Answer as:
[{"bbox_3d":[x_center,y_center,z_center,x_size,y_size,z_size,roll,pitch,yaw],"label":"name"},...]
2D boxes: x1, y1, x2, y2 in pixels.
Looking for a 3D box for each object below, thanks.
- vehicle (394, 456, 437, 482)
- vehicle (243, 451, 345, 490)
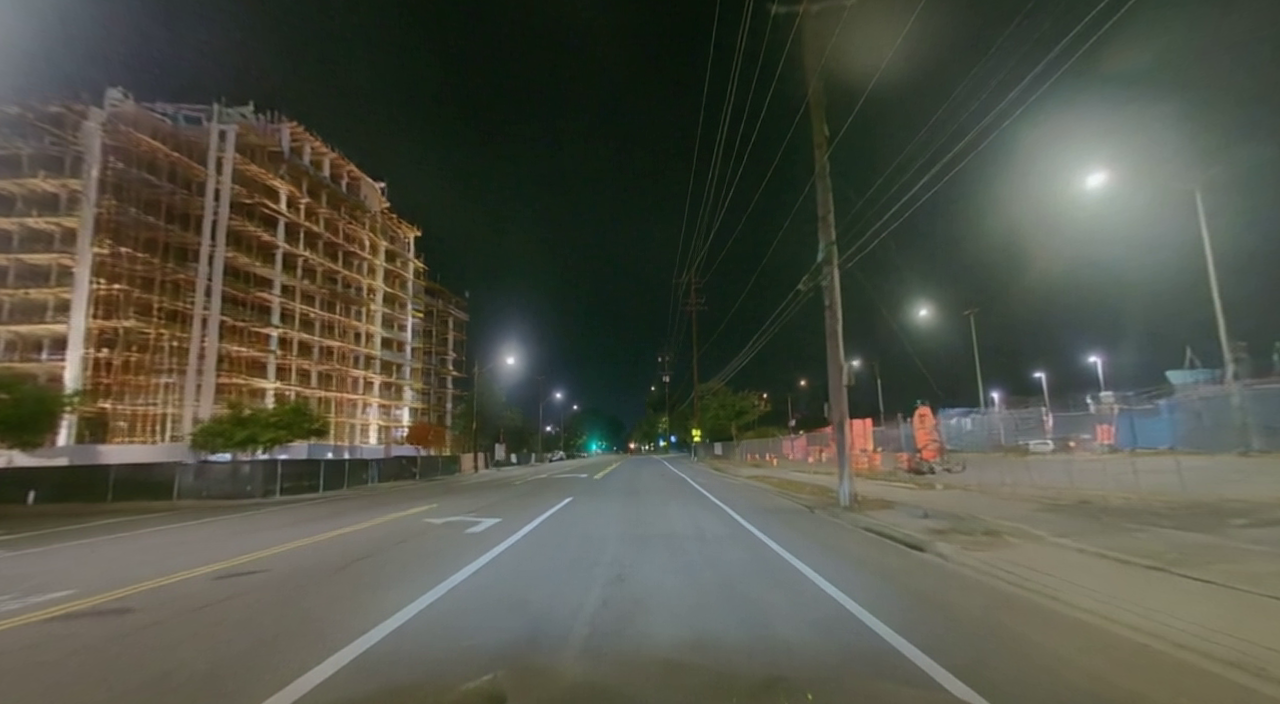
[{"bbox_3d":[-15.566,8.059,43.519,2.002,1.683,4.664,5,-11,-28],"label":"vehicle"},{"bbox_3d":[-20.224,6.963,37.018,4.712,1.927,2.237,-3,-10,0],"label":"vehicle"}]
